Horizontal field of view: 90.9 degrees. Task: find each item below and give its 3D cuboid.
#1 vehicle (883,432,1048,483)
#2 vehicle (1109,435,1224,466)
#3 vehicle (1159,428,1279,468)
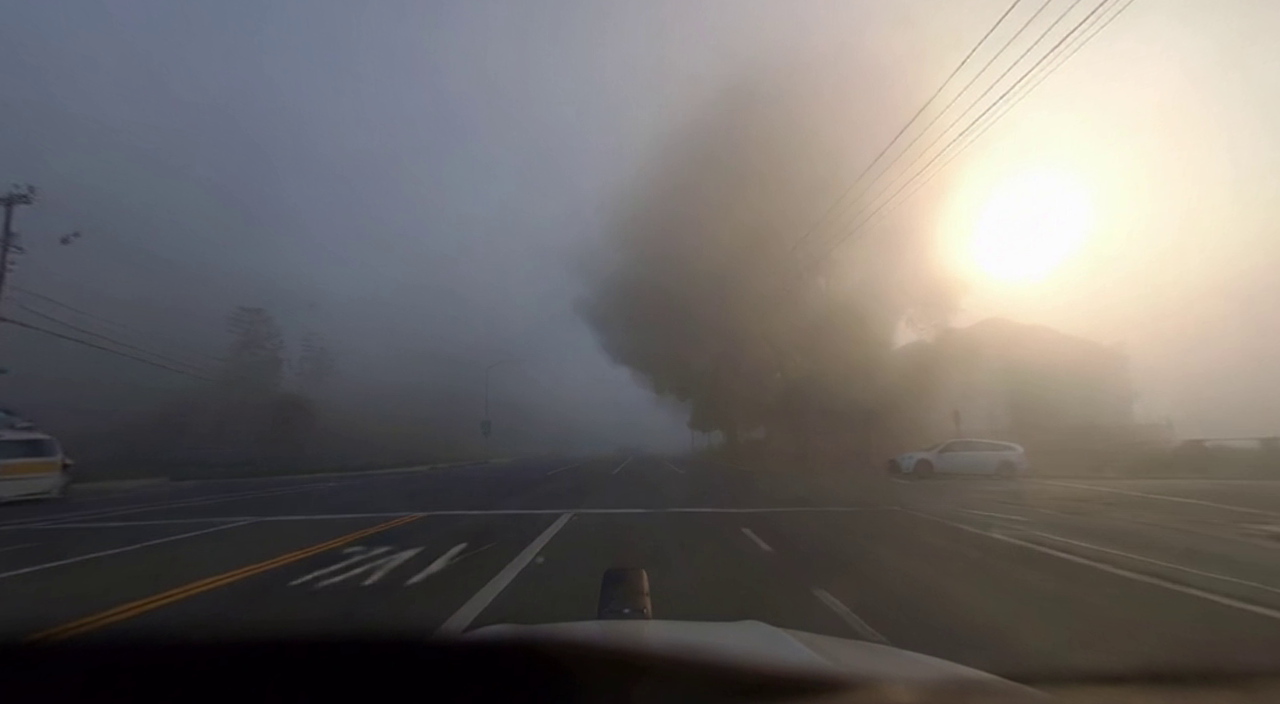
[{"bbox_3d":[11.124,3.629,21.775,4.565,1.600,2.023,0,-8,-5],"label":"vehicle"},{"bbox_3d":[27.037,5.064,32.621,1.787,1.465,4.681,0,-8,-2],"label":"vehicle"},{"bbox_3d":[29.612,4.876,32.136,2.034,1.878,4.781,0,-8,-2],"label":"vehicle"}]
